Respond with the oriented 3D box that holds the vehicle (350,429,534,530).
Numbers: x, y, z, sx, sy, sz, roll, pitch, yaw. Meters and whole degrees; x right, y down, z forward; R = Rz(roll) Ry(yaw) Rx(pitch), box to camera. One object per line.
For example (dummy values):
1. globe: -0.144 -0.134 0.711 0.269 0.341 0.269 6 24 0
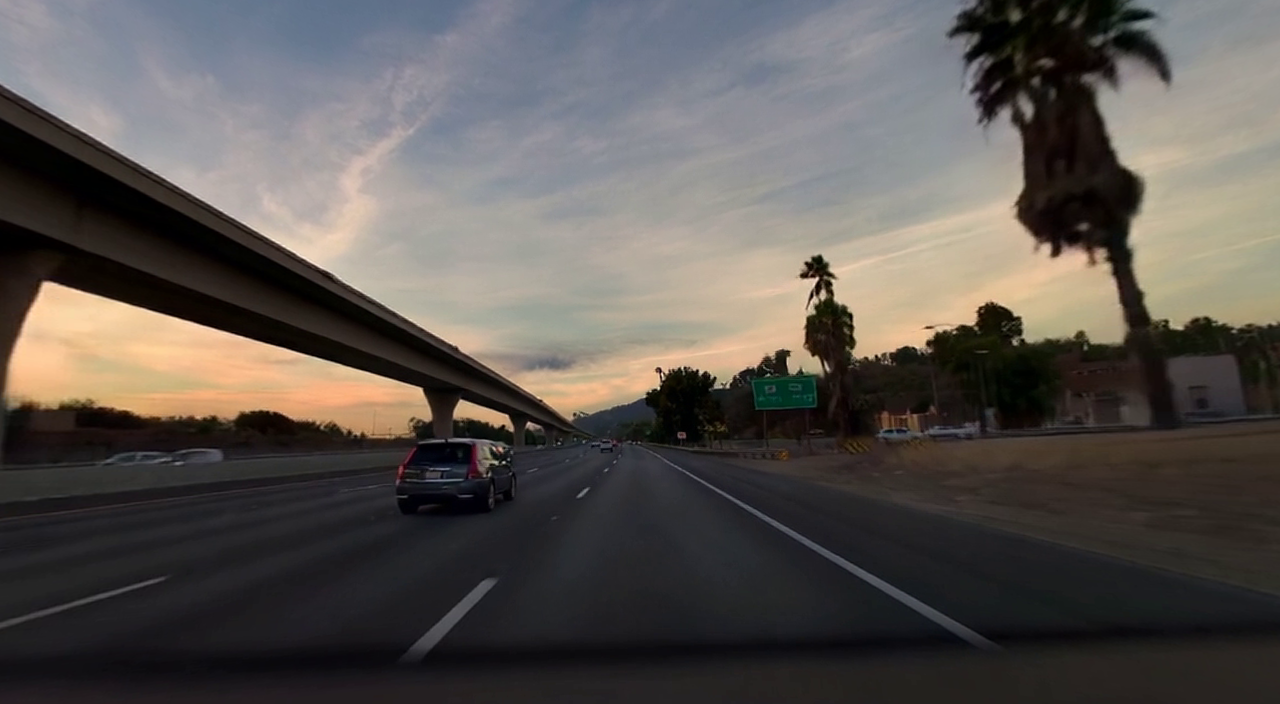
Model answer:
1. vehicle: -3.371 2.269 11.884 1.978 1.499 4.695 0 -8 0
